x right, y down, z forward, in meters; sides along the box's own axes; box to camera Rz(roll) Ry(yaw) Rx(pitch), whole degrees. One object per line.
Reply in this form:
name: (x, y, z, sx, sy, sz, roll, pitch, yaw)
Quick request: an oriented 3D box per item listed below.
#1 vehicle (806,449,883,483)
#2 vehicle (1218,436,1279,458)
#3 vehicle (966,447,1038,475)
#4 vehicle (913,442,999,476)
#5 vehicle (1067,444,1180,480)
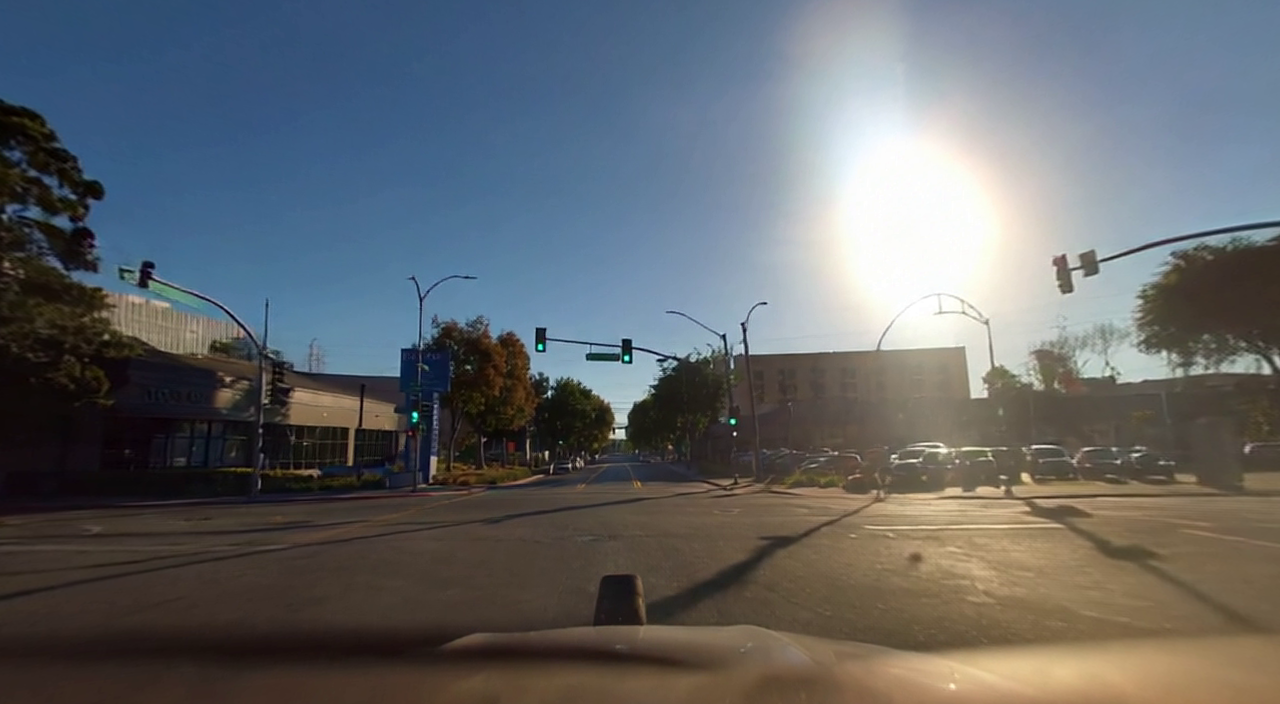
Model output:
vehicle: (10.083, 5.555, 30.745, 1.955, 1.508, 4.295, -8, -12, 41)
vehicle: (42.301, 6.603, 43.331, 1.472, 1.397, 3.253, -1, -9, 1)
vehicle: (20.609, 6.186, 35.867, 1.923, 1.463, 3.758, 0, -8, 2)
vehicle: (15.809, 5.293, 31.317, 4.522, 1.546, 1.941, 6, -11, -37)
vehicle: (20.023, 4.552, 26.151, 1.851, 1.388, 3.475, 0, -9, 0)
